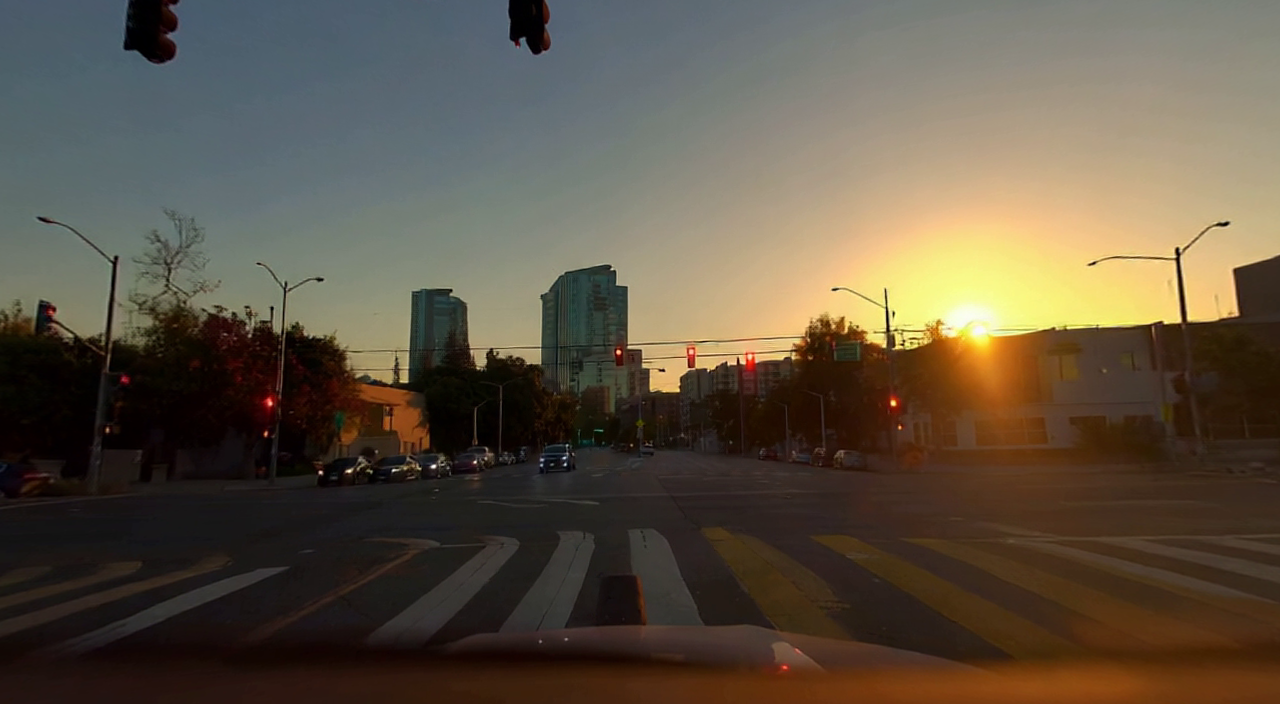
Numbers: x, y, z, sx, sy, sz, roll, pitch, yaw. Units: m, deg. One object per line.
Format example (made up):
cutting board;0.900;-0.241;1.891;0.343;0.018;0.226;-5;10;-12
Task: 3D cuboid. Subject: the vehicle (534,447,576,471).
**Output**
vehicle;-5.571;7.124;41.899;2.154;1.501;4.416;0;-9;0

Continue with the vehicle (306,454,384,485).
vehicle;-16.091;6.381;34.497;2.055;1.506;4.663;0;-9;-1

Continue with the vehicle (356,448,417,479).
vehicle;-16.191;7.111;40.427;1.960;1.819;5.018;0;-9;-1
